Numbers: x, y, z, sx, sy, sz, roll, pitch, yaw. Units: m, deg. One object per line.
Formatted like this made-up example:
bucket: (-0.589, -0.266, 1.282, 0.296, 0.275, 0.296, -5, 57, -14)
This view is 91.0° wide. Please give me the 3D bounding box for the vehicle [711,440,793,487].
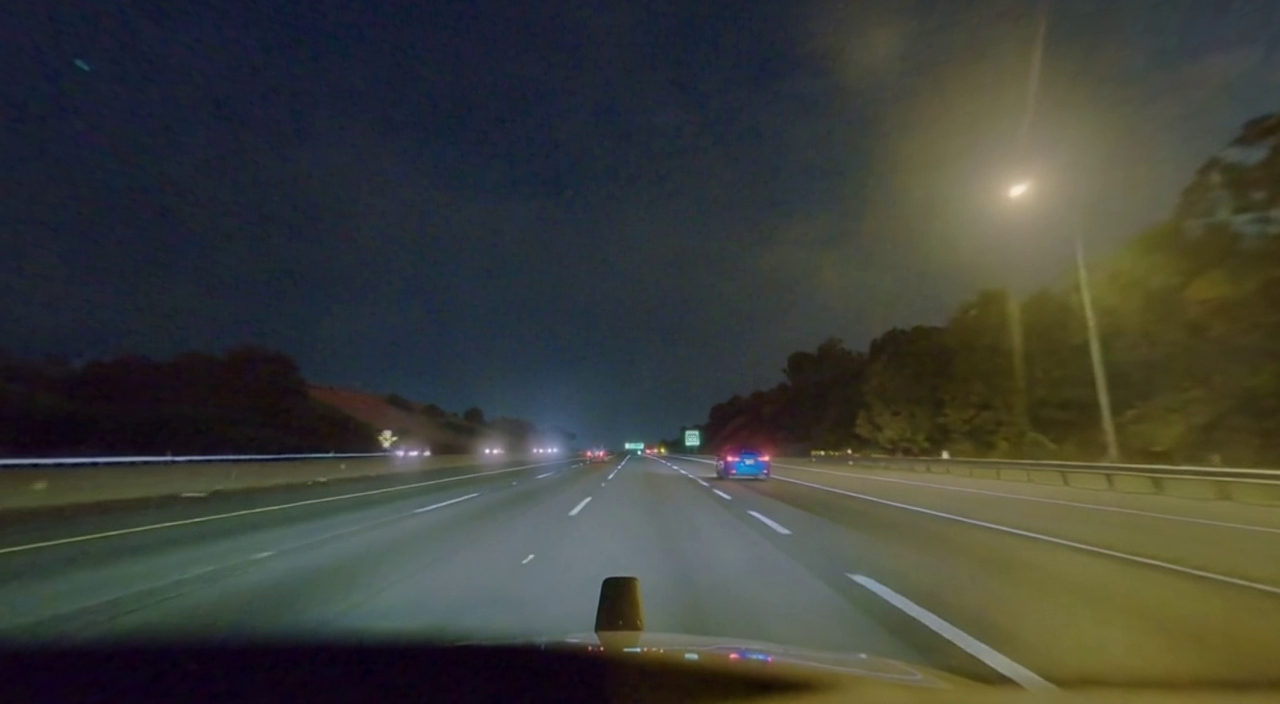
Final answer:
vehicle: (3.854, 3.903, 22.397, 2.033, 1.501, 4.398, 0, -9, -1)
